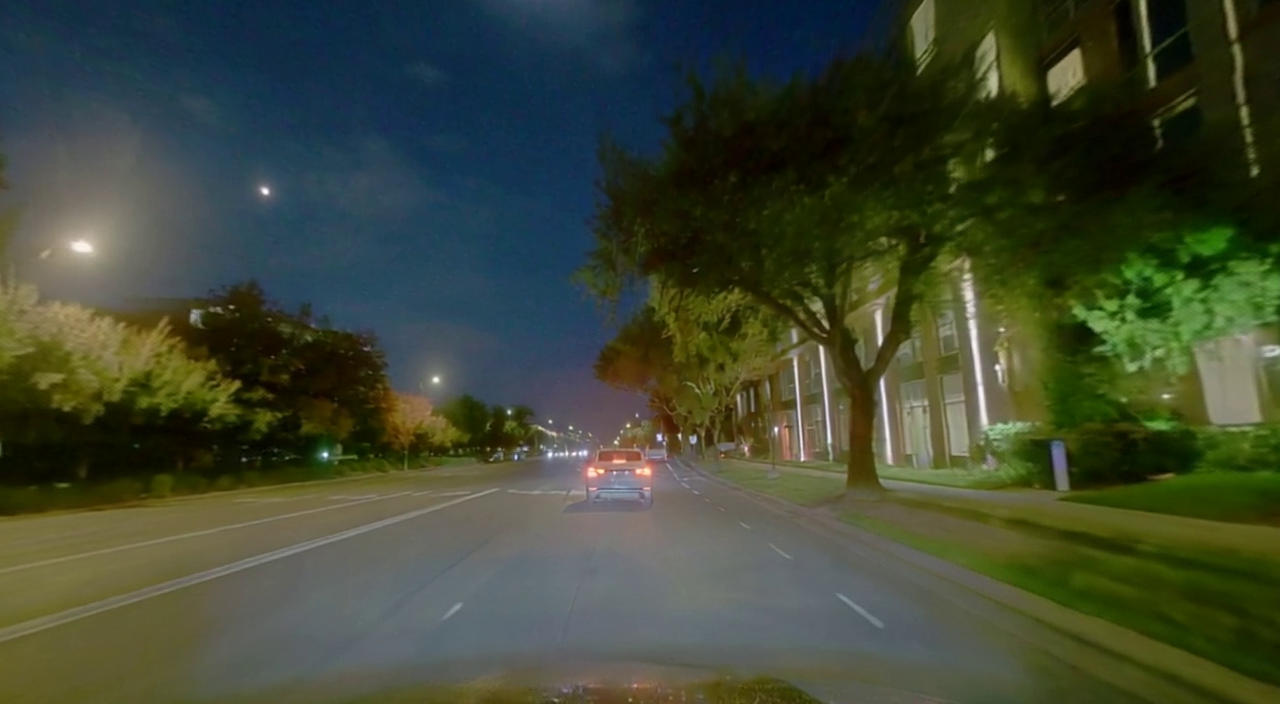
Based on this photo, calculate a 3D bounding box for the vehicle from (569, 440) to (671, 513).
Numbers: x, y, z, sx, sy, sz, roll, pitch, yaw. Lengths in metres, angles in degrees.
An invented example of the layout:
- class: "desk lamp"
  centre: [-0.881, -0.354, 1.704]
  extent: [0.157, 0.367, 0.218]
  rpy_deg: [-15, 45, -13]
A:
- class: "vehicle"
  centre: [-0.506, 2.924, 15.333]
  extent: [2.116, 1.479, 4.358]
  rpy_deg: [0, -9, -2]
